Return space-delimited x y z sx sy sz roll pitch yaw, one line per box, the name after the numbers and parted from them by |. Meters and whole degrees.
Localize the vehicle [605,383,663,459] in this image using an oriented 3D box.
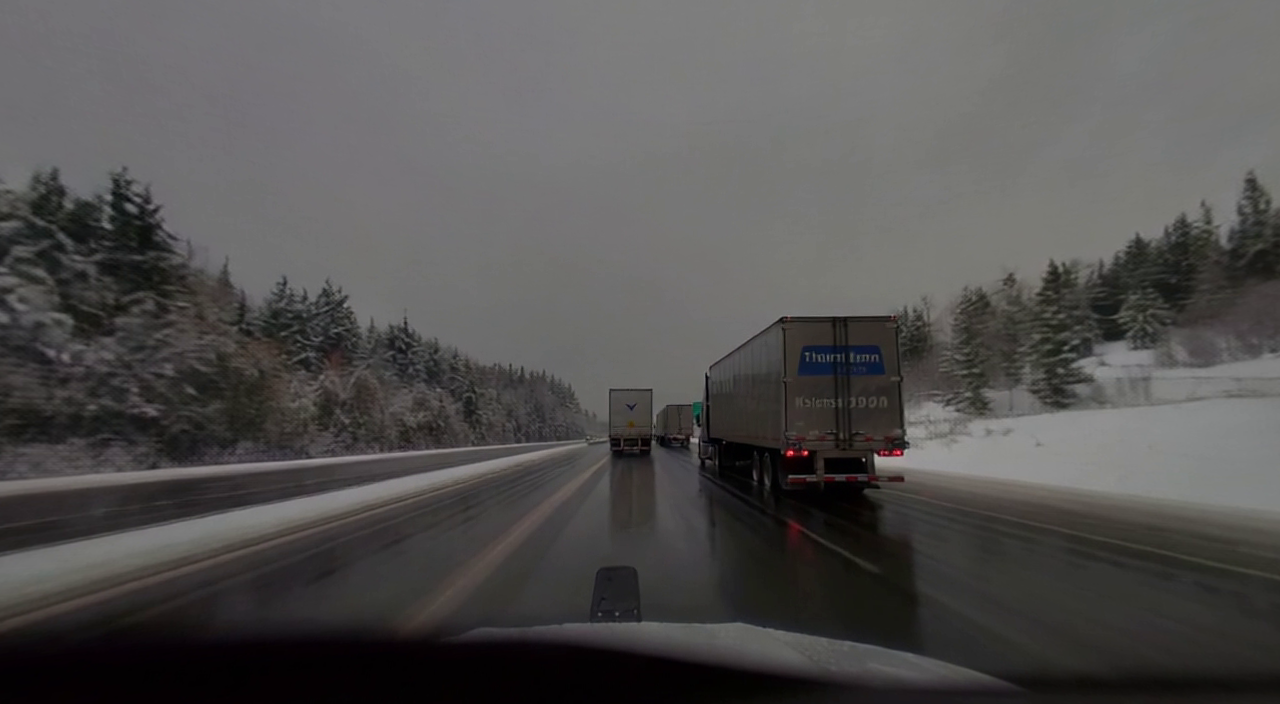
-0.447 4.261 37.687 2.958 3.917 10.196 0 -8 -1 | vehicle

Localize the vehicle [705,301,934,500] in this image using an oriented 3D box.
4.444 1.930 20.355 2.856 4.145 14.500 0 -8 -1 | vehicle
